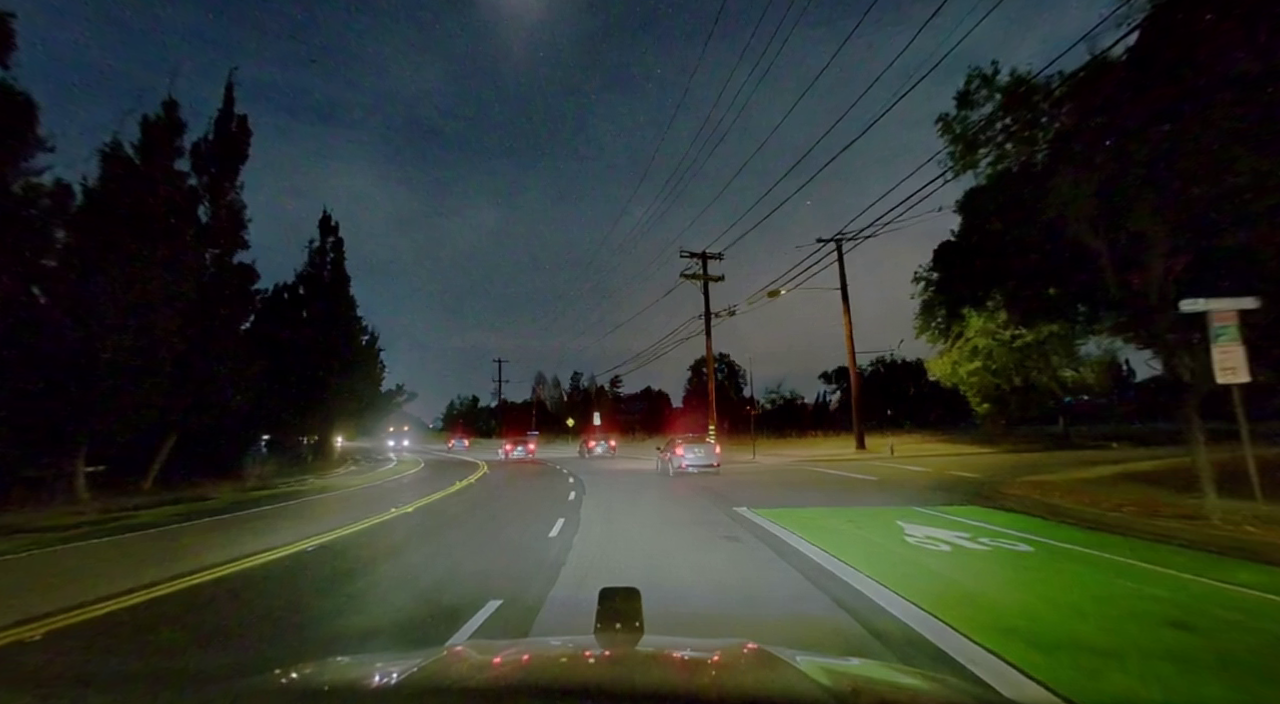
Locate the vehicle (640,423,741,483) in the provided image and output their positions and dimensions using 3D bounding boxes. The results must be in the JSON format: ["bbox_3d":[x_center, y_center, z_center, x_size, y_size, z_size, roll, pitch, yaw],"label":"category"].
[{"bbox_3d":[1.526,3.365,21.200,2.140,1.767,4.720,2,-9,-11],"label":"vehicle"}]

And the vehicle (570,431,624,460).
[{"bbox_3d":[-2.721,5.789,39.015,2.075,1.699,4.520,3,-9,-20],"label":"vehicle"}]
